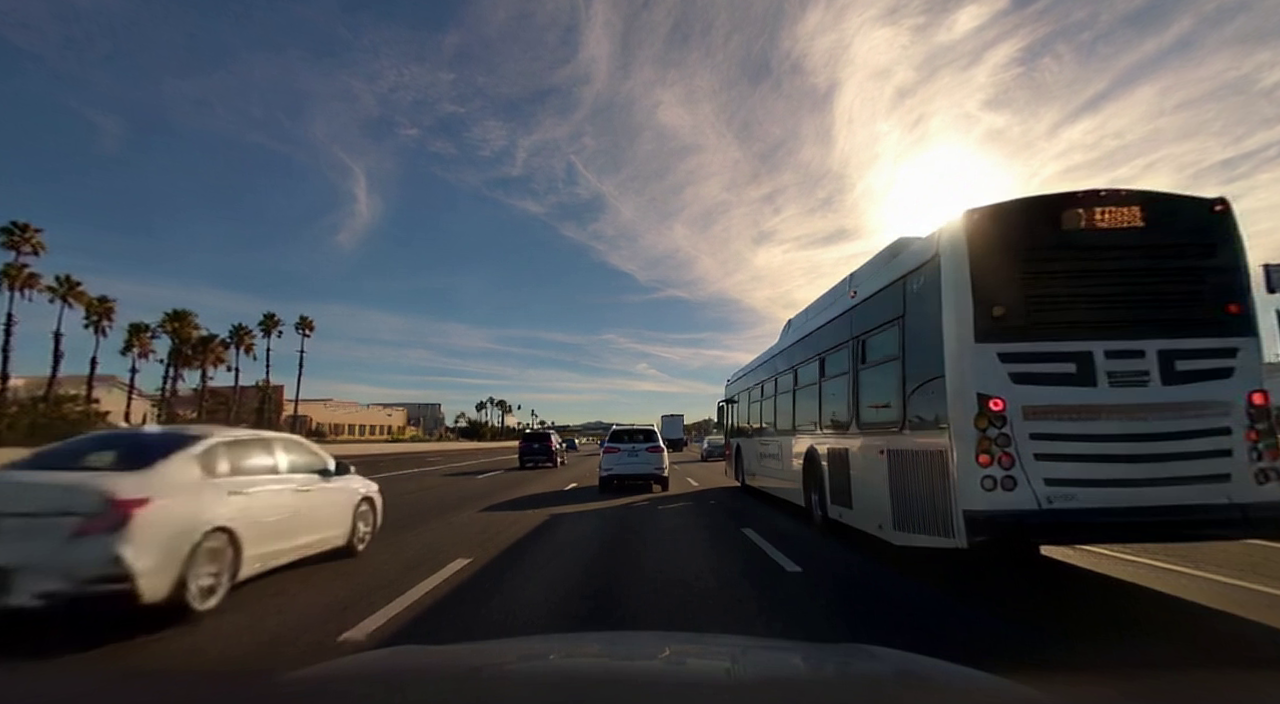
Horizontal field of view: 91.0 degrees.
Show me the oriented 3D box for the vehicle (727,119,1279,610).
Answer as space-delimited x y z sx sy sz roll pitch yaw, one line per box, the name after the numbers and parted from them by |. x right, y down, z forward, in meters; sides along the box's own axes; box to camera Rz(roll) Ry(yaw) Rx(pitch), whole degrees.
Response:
4.024 1.054 11.683 3.020 3.622 14.302 0 -9 1 | vehicle

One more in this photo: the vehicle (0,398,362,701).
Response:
-4.307 1.281 5.017 2.040 1.536 4.680 0 -9 0 | vehicle

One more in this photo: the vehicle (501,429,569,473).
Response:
-4.512 4.376 27.954 2.100 1.765 4.743 0 -9 1 | vehicle

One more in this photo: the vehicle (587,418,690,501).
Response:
0.002 2.681 16.015 2.268 1.796 4.280 0 -9 1 | vehicle

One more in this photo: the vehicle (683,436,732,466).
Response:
3.631 5.430 34.656 2.039 1.516 4.521 0 -9 -2 | vehicle
